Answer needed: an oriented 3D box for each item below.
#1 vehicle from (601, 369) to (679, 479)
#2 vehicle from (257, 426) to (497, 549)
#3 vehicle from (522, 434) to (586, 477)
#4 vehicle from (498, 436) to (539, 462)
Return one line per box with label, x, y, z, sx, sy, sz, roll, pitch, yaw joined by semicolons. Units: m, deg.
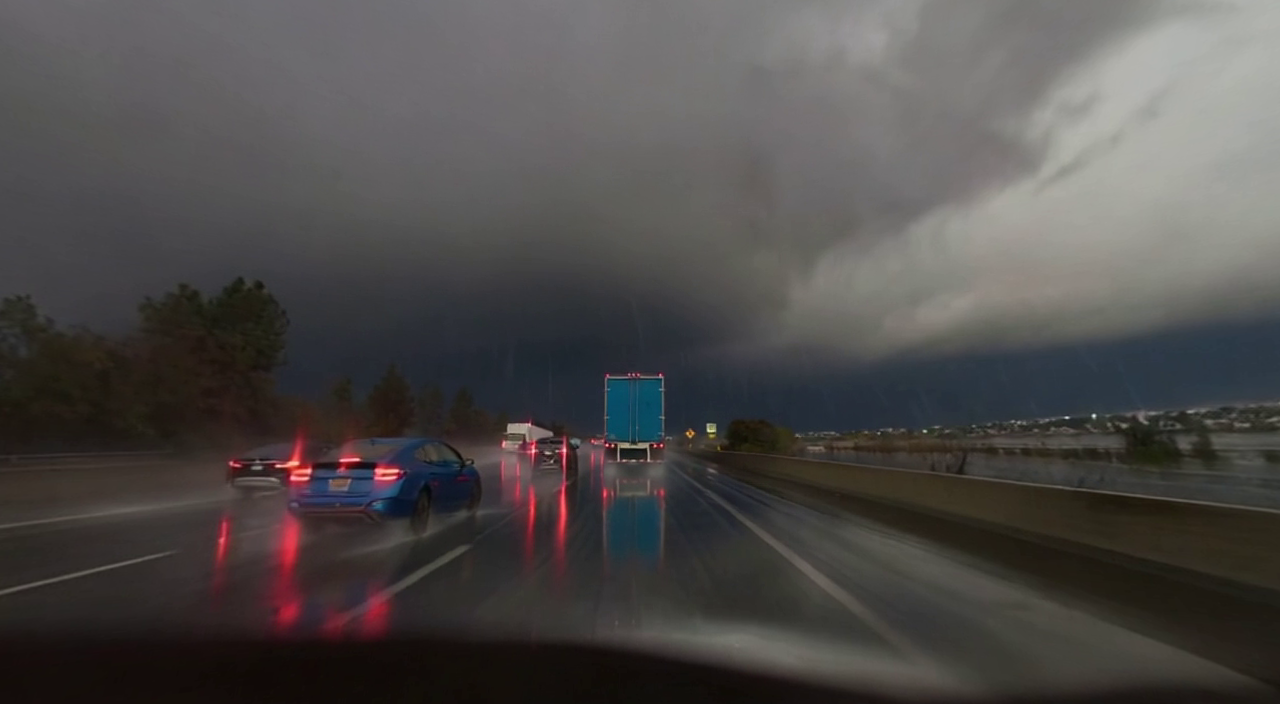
vehicle;-0.177;3.462;29.157;2.913;4.113;10.724;0;-8;-2
vehicle;-3.900;2.058;10.277;2.164;1.582;3.979;0;-8;1
vehicle;-3.613;4.416;27.194;2.158;1.680;4.087;0;-8;0
vehicle;-8.842;7.141;46.272;2.026;1.791;4.599;-1;-8;1
